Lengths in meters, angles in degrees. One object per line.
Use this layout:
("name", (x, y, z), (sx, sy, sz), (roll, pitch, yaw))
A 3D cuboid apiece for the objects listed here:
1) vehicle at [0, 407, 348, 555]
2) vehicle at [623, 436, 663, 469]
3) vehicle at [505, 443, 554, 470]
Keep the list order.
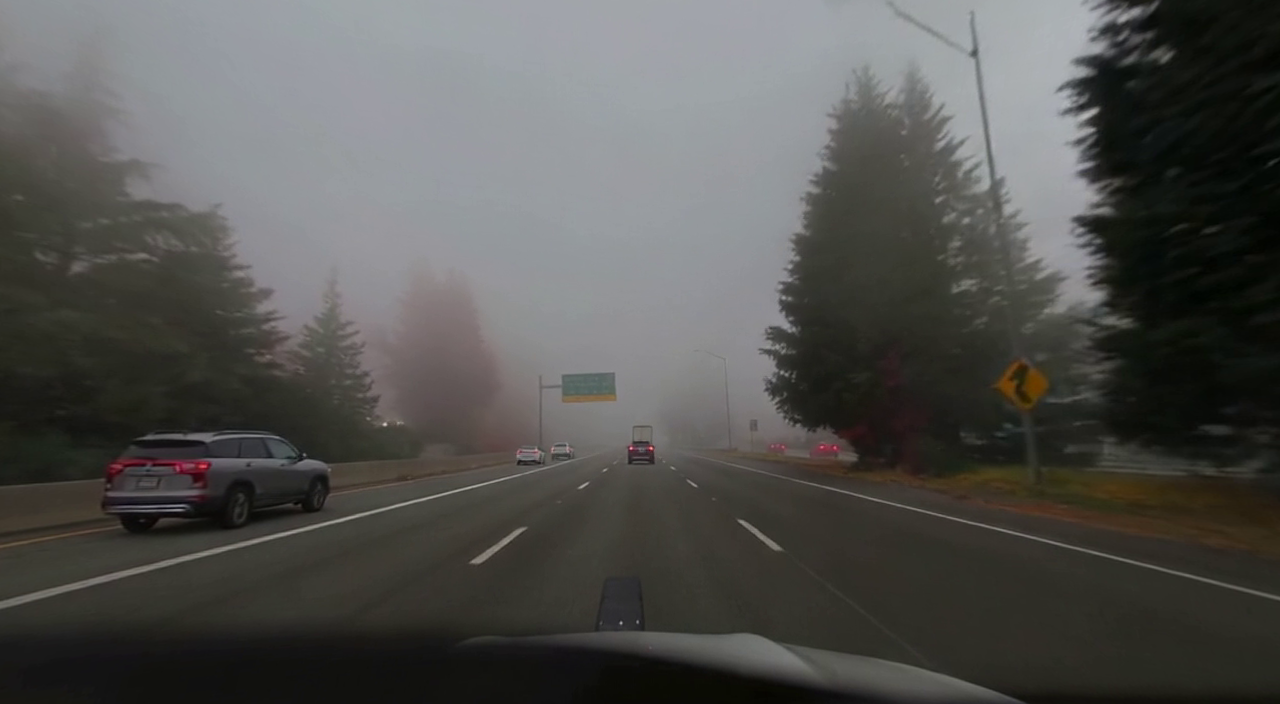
("vehicle", (-7.124, 1.991, 10.425), (2.146, 1.834, 4.999), (0, -9, 0))
("vehicle", (0.166, 5.968, 37.502), (2.245, 1.863, 4.801), (0, -9, 0))
("vehicle", (-6.556, 6.257, 37.851), (2.074, 1.495, 4.643), (0, -9, 0))
